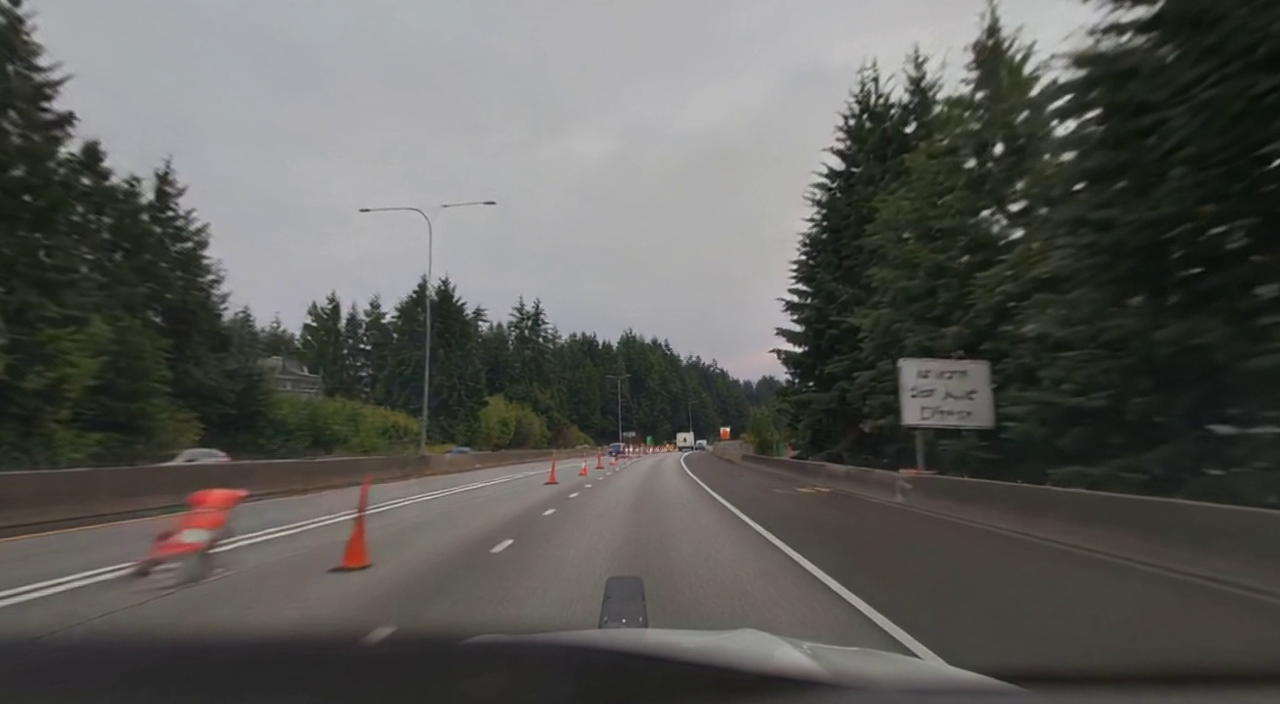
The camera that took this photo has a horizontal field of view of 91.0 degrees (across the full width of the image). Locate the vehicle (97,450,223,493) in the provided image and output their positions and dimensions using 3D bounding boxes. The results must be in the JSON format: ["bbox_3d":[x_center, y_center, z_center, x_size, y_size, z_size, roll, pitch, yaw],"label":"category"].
[{"bbox_3d":[-18.383,4.565,24.357,1.884,1.459,3.767,0,-8,0],"label":"vehicle"}]

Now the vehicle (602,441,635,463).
[{"bbox_3d":[-1.453,7.103,44.933,2.118,1.475,4.263,0,-8,1],"label":"vehicle"}]
